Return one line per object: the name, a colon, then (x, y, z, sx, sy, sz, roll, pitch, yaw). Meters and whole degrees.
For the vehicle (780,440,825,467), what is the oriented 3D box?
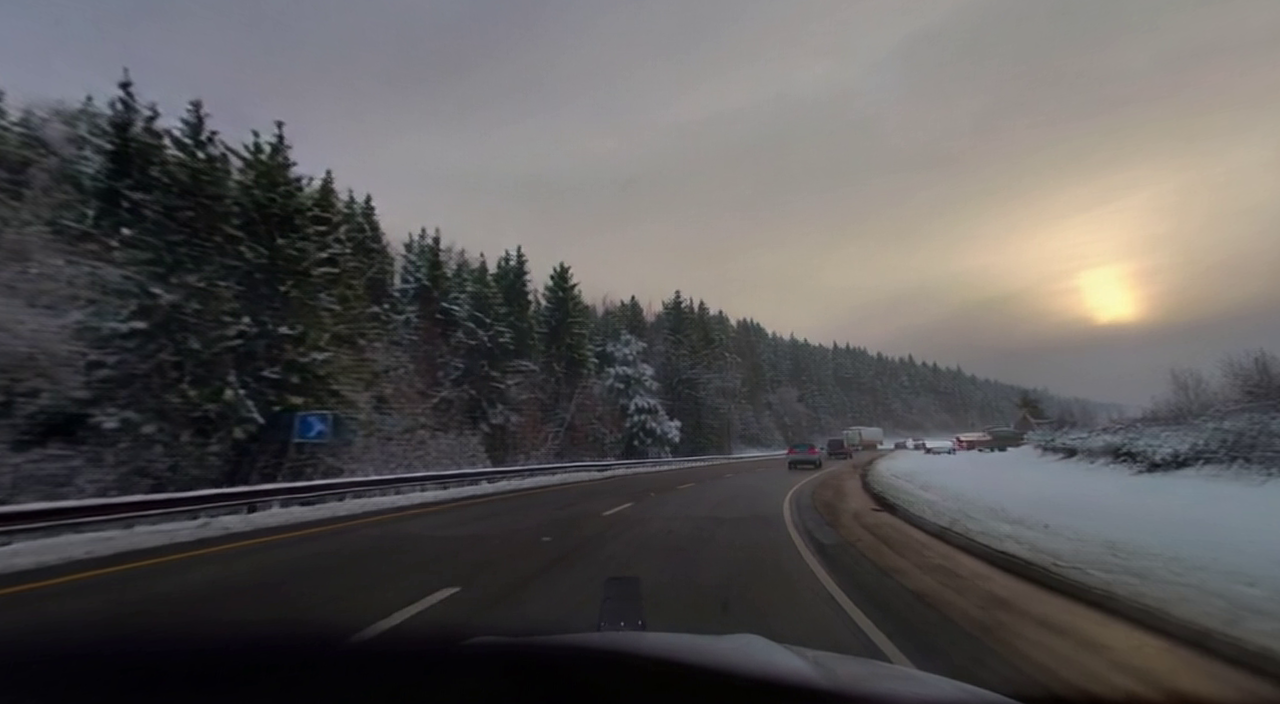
vehicle: (10.596, 6.577, 40.889, 2.221, 1.674, 4.325, -4, -10, 21)
